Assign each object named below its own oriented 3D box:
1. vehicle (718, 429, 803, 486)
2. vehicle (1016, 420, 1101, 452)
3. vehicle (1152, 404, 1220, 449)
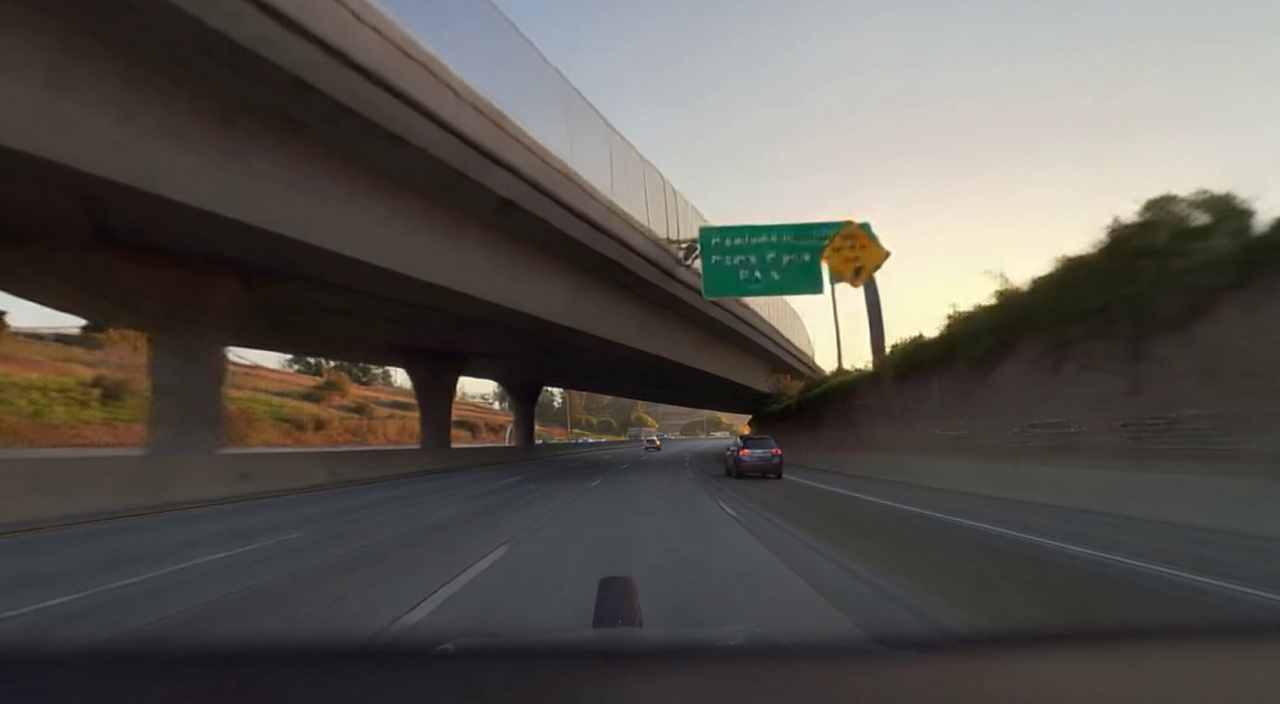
[{"bbox_3d":[3.965,3.550,21.460,2.090,1.715,4.228,0,-8,1],"label":"vehicle"},{"bbox_3d":[30.091,6.060,45.442,4.491,1.767,2.057,-9,-10,17],"label":"vehicle"},{"bbox_3d":[33.920,4.761,39.290,2.258,2.496,6.200,-7,-11,34],"label":"vehicle"}]
